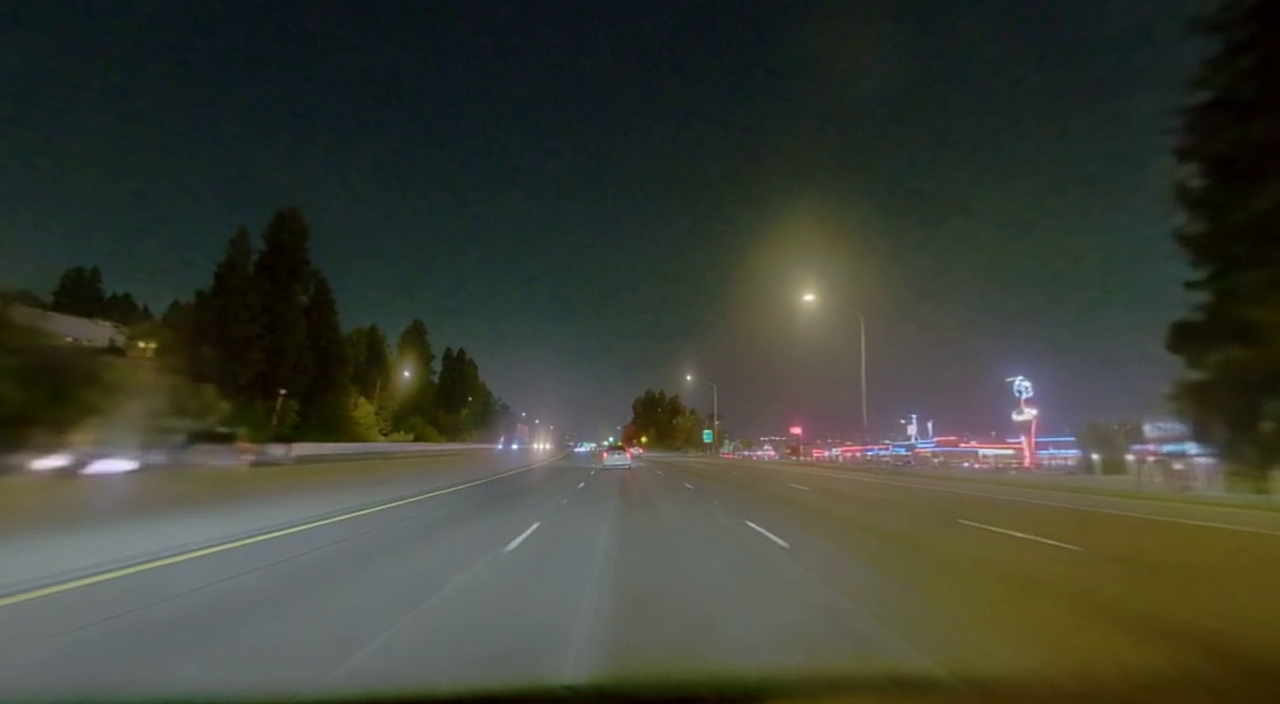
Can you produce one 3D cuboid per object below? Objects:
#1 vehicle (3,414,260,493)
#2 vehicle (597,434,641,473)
[{"bbox_3d":[-11.285,2.331,14.637,2.073,1.508,4.703,0,-9,-1],"label":"vehicle"},{"bbox_3d":[-1.152,5.279,33.050,2.155,1.856,4.796,1,-9,-3],"label":"vehicle"}]
